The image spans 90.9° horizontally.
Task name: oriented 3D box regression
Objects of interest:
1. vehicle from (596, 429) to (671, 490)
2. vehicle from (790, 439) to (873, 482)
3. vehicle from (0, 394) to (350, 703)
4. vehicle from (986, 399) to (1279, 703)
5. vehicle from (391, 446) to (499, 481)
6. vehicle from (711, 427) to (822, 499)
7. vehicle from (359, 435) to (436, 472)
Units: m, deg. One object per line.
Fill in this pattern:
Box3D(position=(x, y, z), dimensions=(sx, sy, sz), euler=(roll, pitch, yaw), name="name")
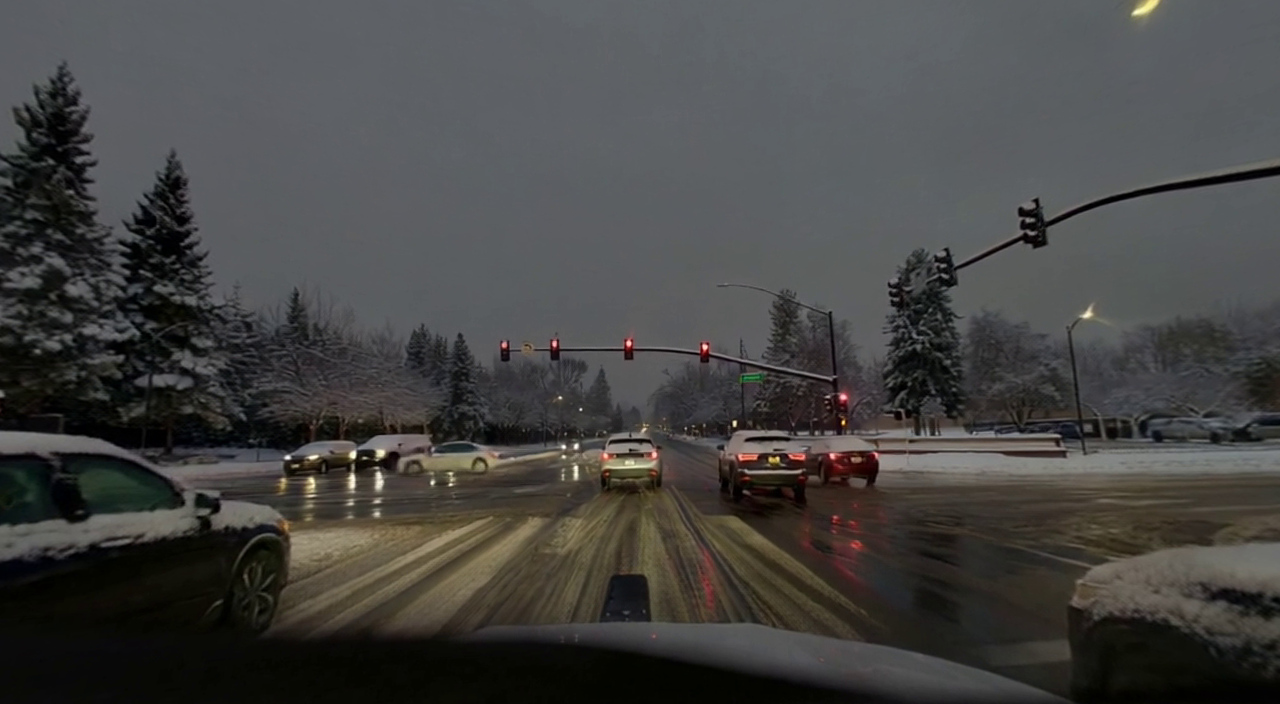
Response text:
Box3D(position=(-0.173, 3.443, 20.470), dimensions=(2.215, 1.749, 3.976), euler=(0, -8, 1), name="vehicle")
Box3D(position=(6.813, 3.887, 22.882), dimensions=(1.847, 1.432, 4.039), euler=(0, -8, 1), name="vehicle")
Box3D(position=(-3.564, 1.042, 3.345), dimensions=(1.941, 1.492, 4.399), euler=(0, -8, 0), name="vehicle")
Box3D(position=(3.088, 0.826, 1.637), dimensions=(1.960, 1.460, 4.233), euler=(0, -8, 0), name="vehicle")
Box3D(position=(-8.197, 4.708, 26.820), dimensions=(4.094, 1.328, 1.700), euler=(0, -8, -5), name="vehicle")
Box3D(position=(3.278, 2.972, 17.281), dimensions=(2.097, 1.707, 4.461), euler=(0, -8, 0), name="vehicle")
Box3D(position=(-13.971, 5.868, 36.699), dimensions=(2.196, 1.961, 5.359), euler=(0, -8, 2), name="vehicle")
